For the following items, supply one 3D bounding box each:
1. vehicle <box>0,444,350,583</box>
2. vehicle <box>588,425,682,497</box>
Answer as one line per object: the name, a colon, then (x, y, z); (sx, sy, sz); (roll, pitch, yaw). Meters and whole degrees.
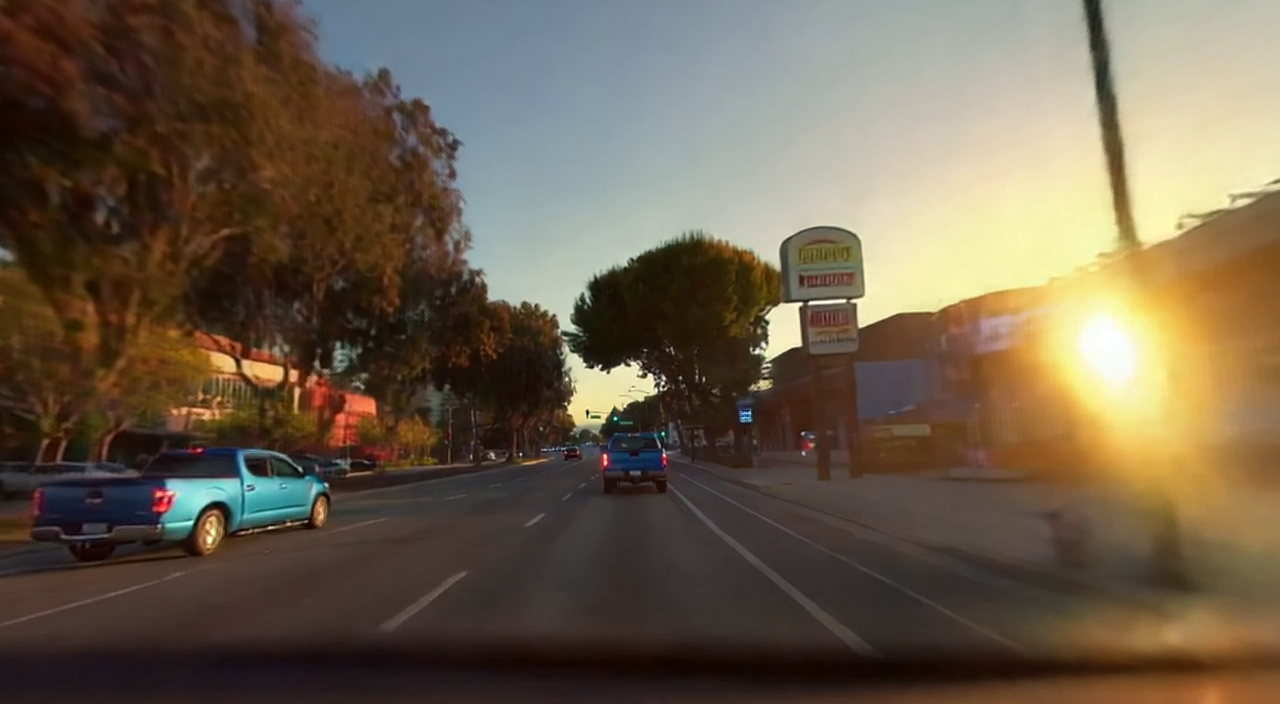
vehicle: (-6.140, 2.053, 8.973); (1.888, 1.424, 4.553); (-1, -9, 0)
vehicle: (-0.216, 3.464, 20.483); (2.590, 1.932, 5.776); (-1, -9, -1)
